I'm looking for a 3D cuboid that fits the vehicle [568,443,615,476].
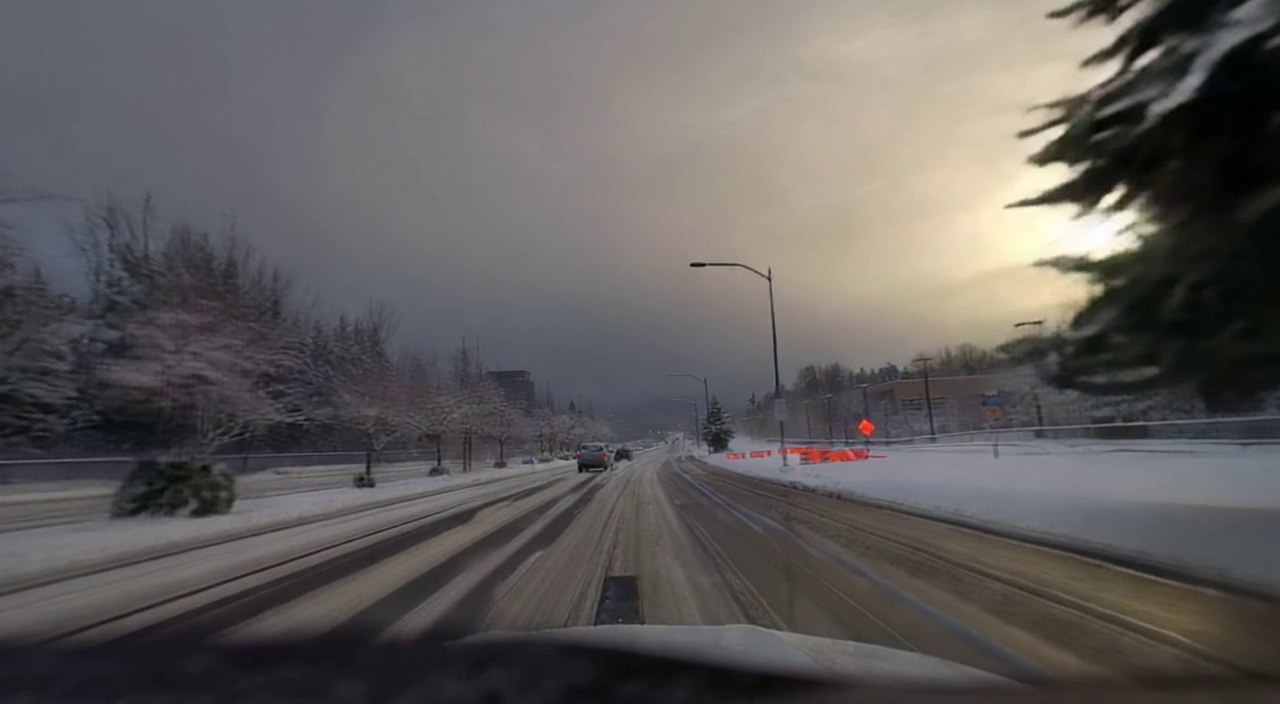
[{"bbox_3d":[-2.573,5.788,34.237,2.121,1.654,3.993,0,-8,2],"label":"vehicle"}]
